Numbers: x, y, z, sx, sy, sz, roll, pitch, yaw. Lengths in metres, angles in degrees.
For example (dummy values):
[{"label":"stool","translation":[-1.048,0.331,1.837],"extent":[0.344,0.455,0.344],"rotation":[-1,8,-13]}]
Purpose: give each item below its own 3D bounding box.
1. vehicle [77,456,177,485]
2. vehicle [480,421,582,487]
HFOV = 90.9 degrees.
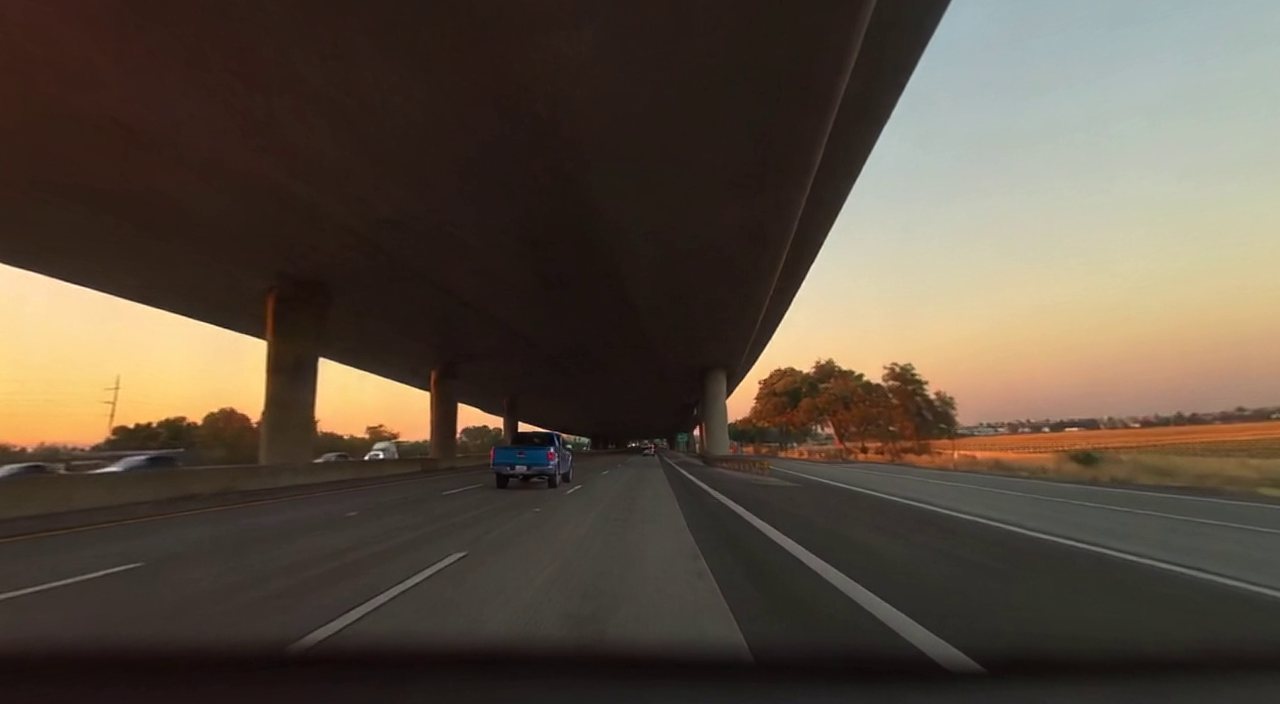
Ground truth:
[{"label":"vehicle","translation":[-28.724,6.619,35.497],"extent":[1.785,1.477,4.527],"rotation":[0,-8,0]},{"label":"vehicle","translation":[-3.764,3.692,23.160],"extent":[2.601,2.084,6.068],"rotation":[0,-8,0]}]
